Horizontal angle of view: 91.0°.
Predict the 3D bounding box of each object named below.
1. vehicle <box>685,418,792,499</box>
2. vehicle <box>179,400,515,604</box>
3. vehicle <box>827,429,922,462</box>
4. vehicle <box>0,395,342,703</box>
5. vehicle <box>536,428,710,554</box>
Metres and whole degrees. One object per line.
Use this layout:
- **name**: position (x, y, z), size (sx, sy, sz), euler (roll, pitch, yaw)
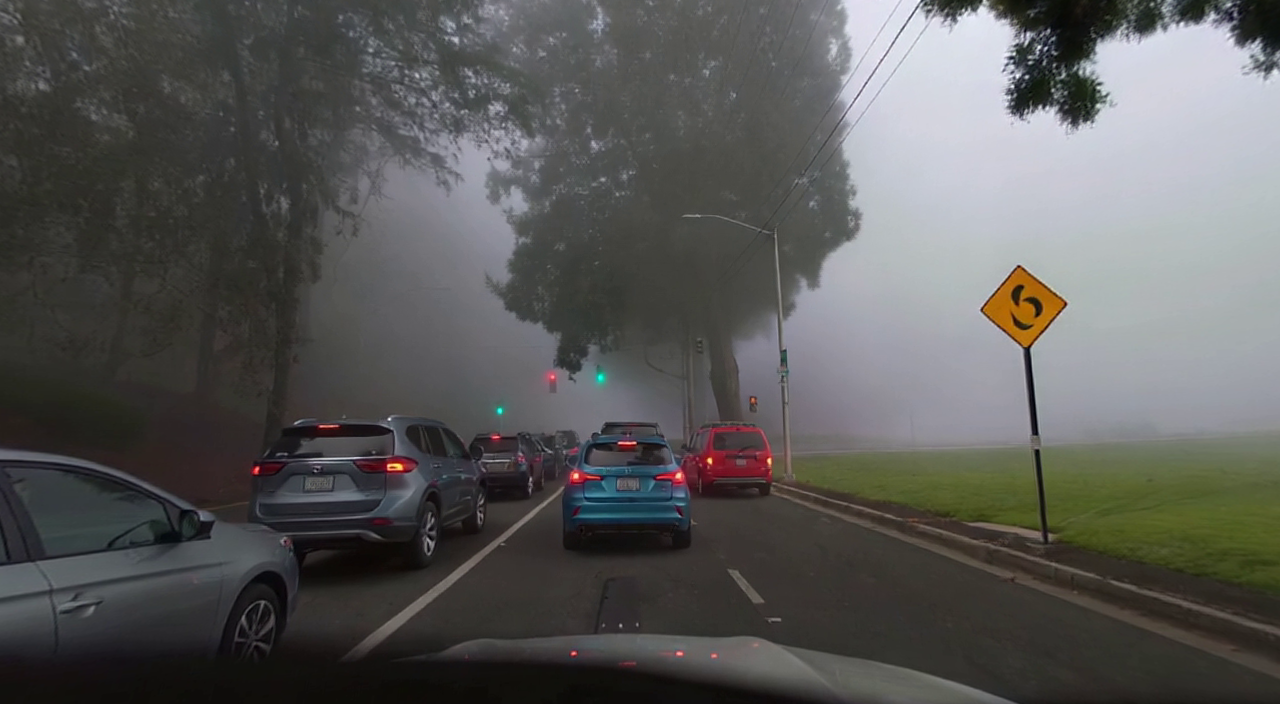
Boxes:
- **vehicle**: position (2.446, 2.807, 16.874), size (2.059, 1.864, 4.541), euler (0, -8, -1)
- **vehicle**: position (-2.895, 1.574, 7.449), size (1.964, 1.712, 4.097), euler (0, -8, 0)
- **vehicle**: position (11.371, 4.560, 30.693), size (3.883, 1.534, 1.779), euler (0, -8, 2)
- **vehicle**: position (-2.932, 0.840, 1.627), size (1.974, 1.484, 4.716), euler (0, -8, 1)
- **vehicle**: position (-0.251, 1.917, 9.337), size (2.025, 1.453, 3.848), euler (0, -8, -2)
